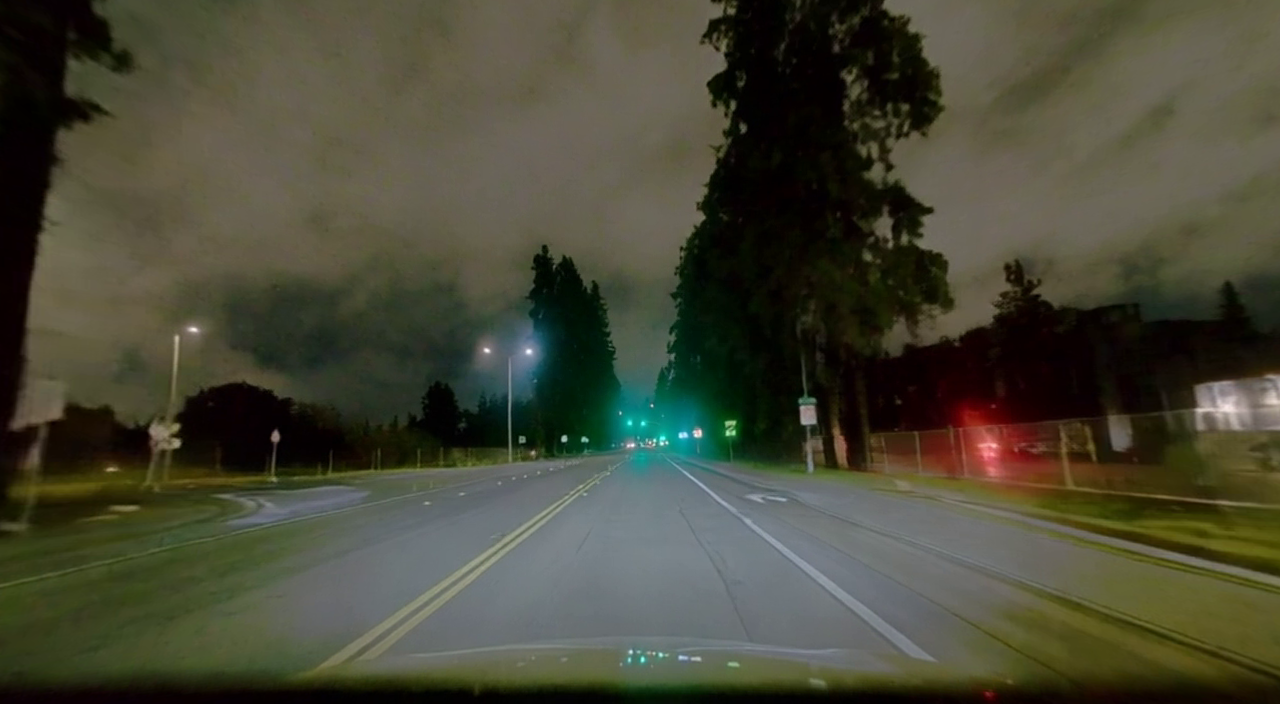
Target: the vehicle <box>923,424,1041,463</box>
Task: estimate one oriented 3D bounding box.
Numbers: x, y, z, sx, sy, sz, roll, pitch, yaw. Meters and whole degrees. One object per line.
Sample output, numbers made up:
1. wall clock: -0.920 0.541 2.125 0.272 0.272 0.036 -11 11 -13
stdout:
1. vehicle: 18.350 4.938 34.015 4.978 1.991 2.234 -1 -8 3
